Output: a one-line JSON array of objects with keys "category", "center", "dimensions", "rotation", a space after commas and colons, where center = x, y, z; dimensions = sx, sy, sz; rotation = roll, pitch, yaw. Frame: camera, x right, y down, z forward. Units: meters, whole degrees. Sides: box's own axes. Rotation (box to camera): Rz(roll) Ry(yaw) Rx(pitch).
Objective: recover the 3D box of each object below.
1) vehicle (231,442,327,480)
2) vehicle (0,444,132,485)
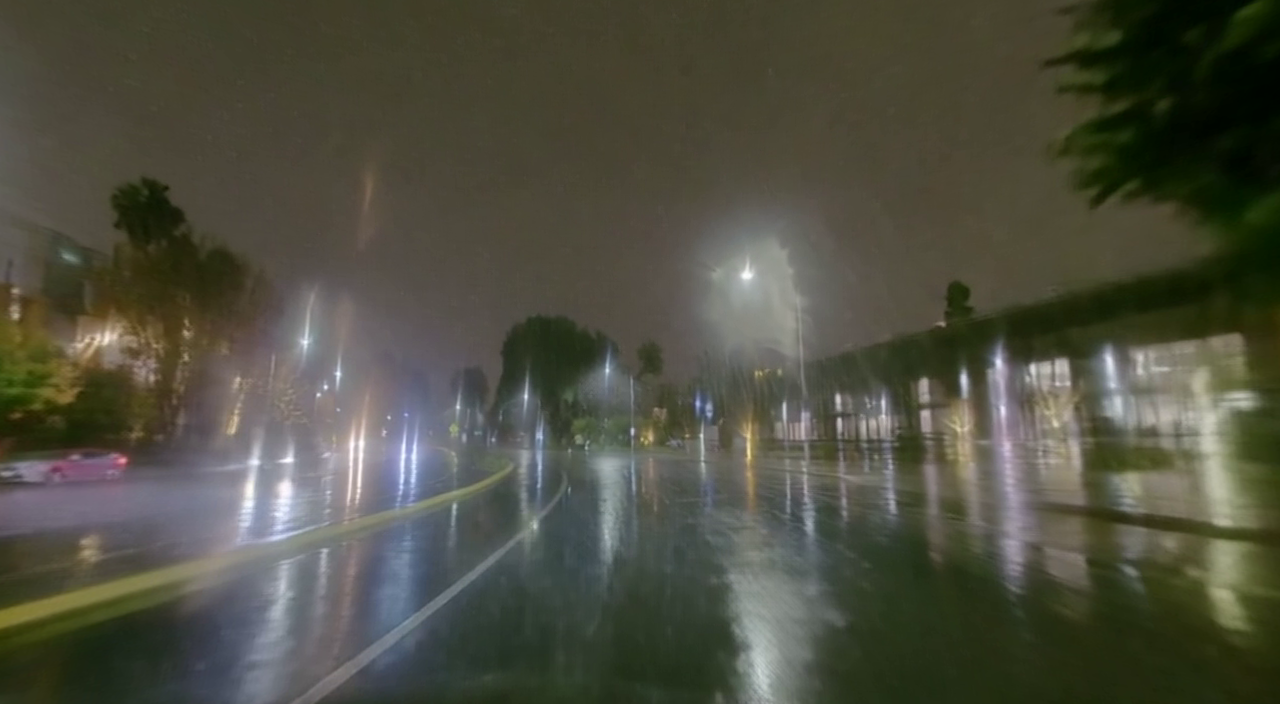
[{"category": "vehicle", "center": [-15.590, 4.681, 27.512], "dimensions": [1.987, 1.489, 4.389], "rotation": [1, -8, -7]}, {"category": "vehicle", "center": [-22.686, 4.388, 24.972], "dimensions": [1.844, 1.452, 4.362], "rotation": [1, -8, -7]}]
